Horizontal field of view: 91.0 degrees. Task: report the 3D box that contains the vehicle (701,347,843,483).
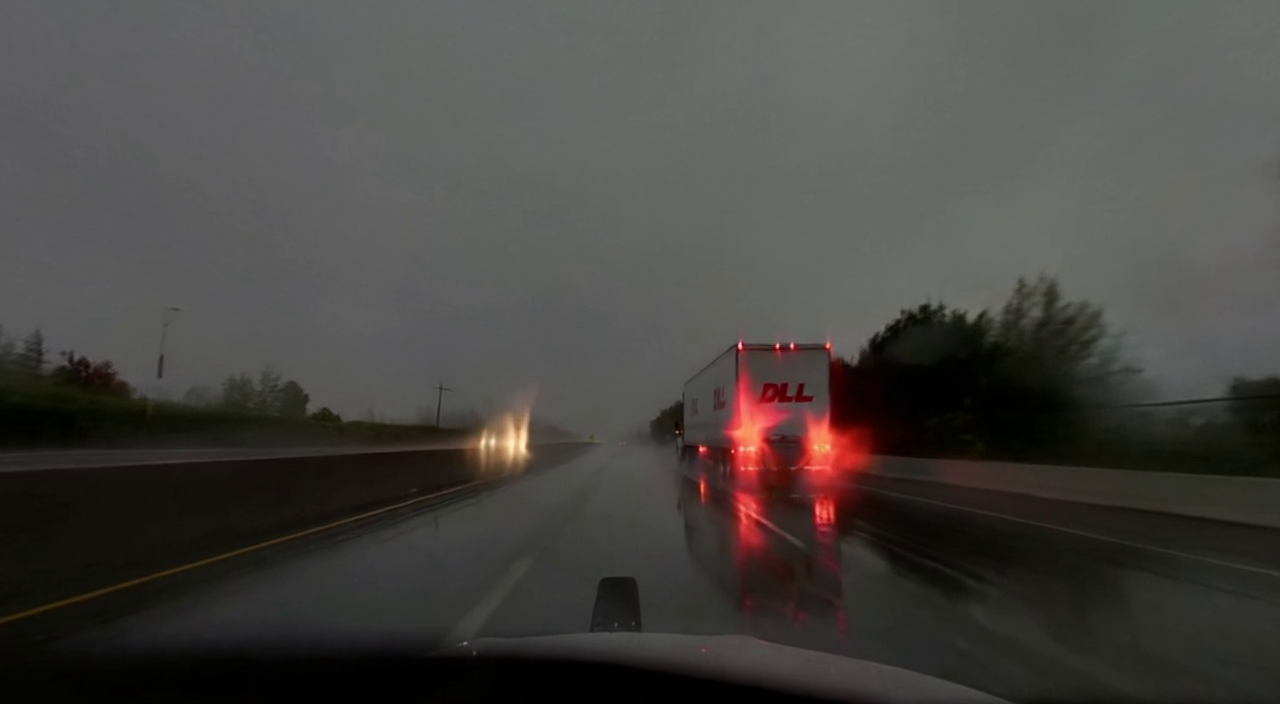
[{"bbox_3d":[4.226,2.387,22.438,2.880,3.918,8.254,0,-8,-2],"label":"vehicle"}]
